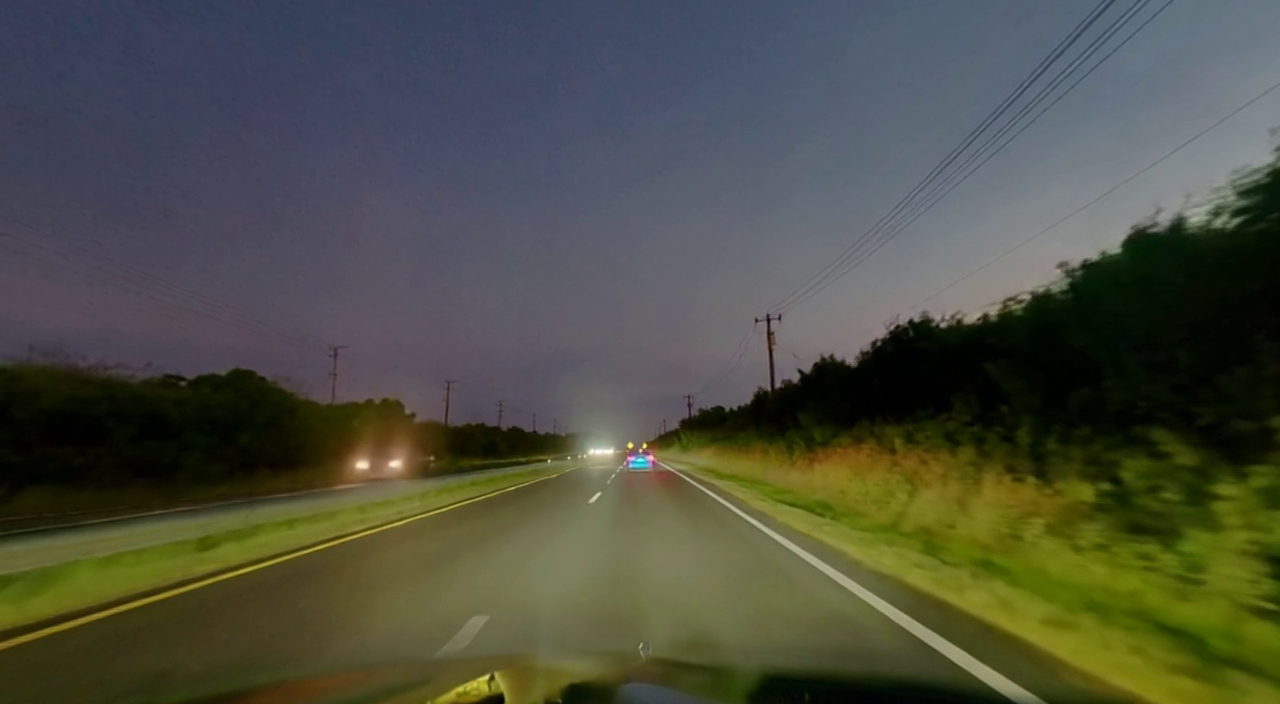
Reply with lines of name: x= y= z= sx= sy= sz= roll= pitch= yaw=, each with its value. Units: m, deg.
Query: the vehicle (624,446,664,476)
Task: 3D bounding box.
vehicle: x=0.150 y=5.920 z=34.444 sx=2.080 sy=1.486 sz=3.813 roll=0 pitch=-9 yaw=-1

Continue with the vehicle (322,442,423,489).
vehicle: x=-9.170 y=3.914 z=21.935 sx=1.838 sy=1.480 sz=3.699 roll=0 pitch=-9 yaw=0
